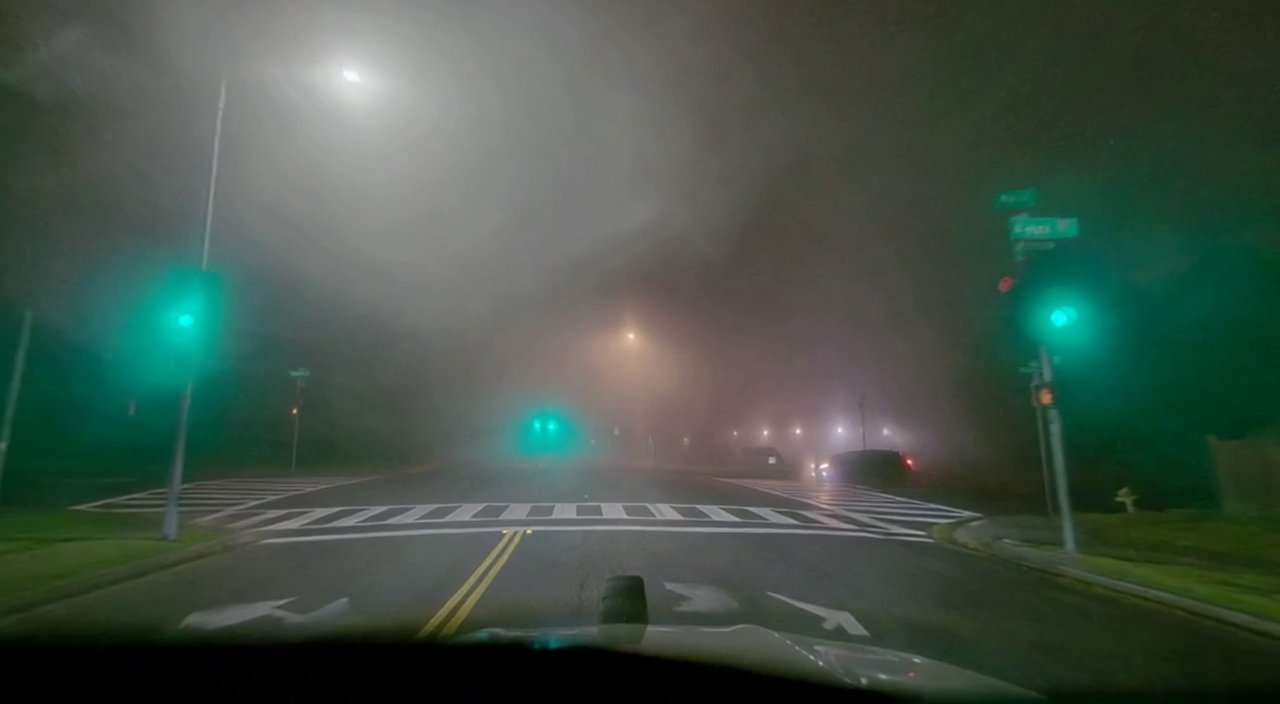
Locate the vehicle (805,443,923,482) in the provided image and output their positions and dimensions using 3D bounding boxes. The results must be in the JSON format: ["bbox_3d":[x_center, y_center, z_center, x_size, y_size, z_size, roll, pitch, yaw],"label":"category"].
[{"bbox_3d":[9.764,4.835,27.634,4.448,1.637,1.881,0,-9,0],"label":"vehicle"}]

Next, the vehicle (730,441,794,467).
[{"bbox_3d":[6.863,5.749,35.493,3.191,1.365,1.458,-5,-9,30],"label":"vehicle"}]
